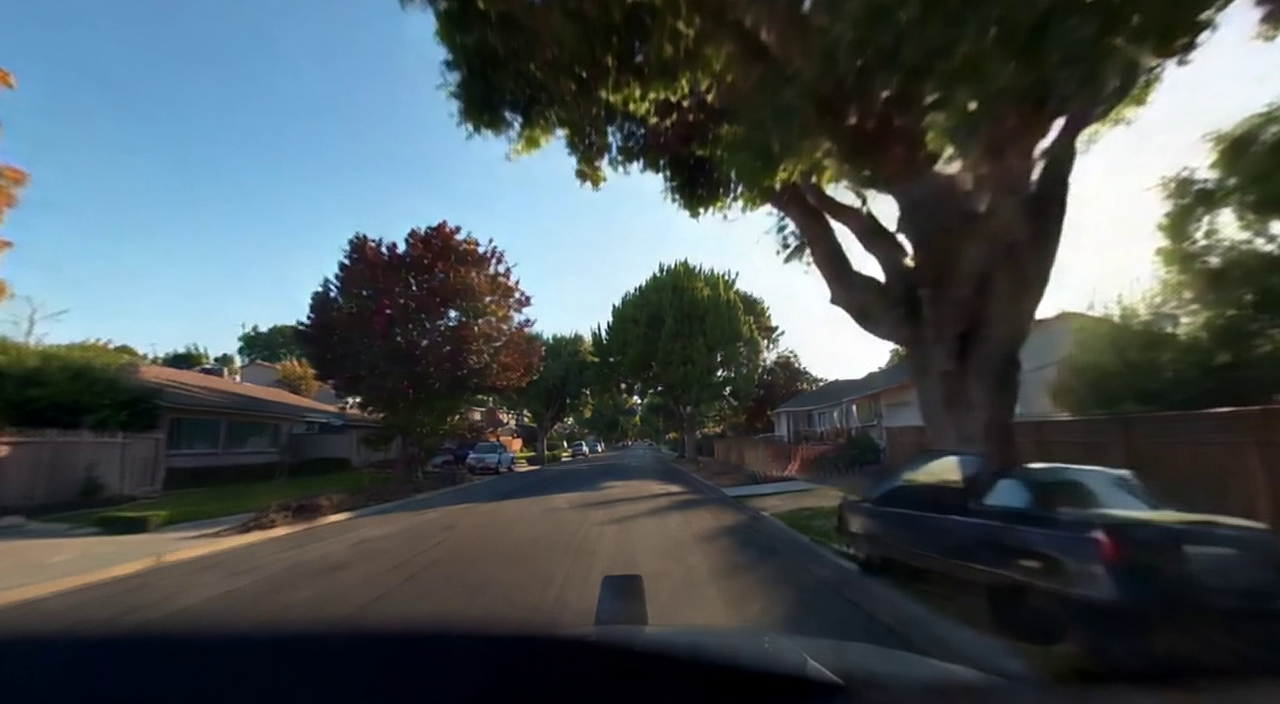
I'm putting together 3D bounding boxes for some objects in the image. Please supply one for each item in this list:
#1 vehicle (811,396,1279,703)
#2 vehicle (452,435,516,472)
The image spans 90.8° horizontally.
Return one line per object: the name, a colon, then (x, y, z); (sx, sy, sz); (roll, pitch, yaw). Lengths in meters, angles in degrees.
vehicle: (3.522, 1.382, 5.872); (2.291, 1.546, 5.204); (0, -8, -1)
vehicle: (-8.631, 5.730, 35.481); (2.352, 1.843, 4.979); (-1, -10, 0)
